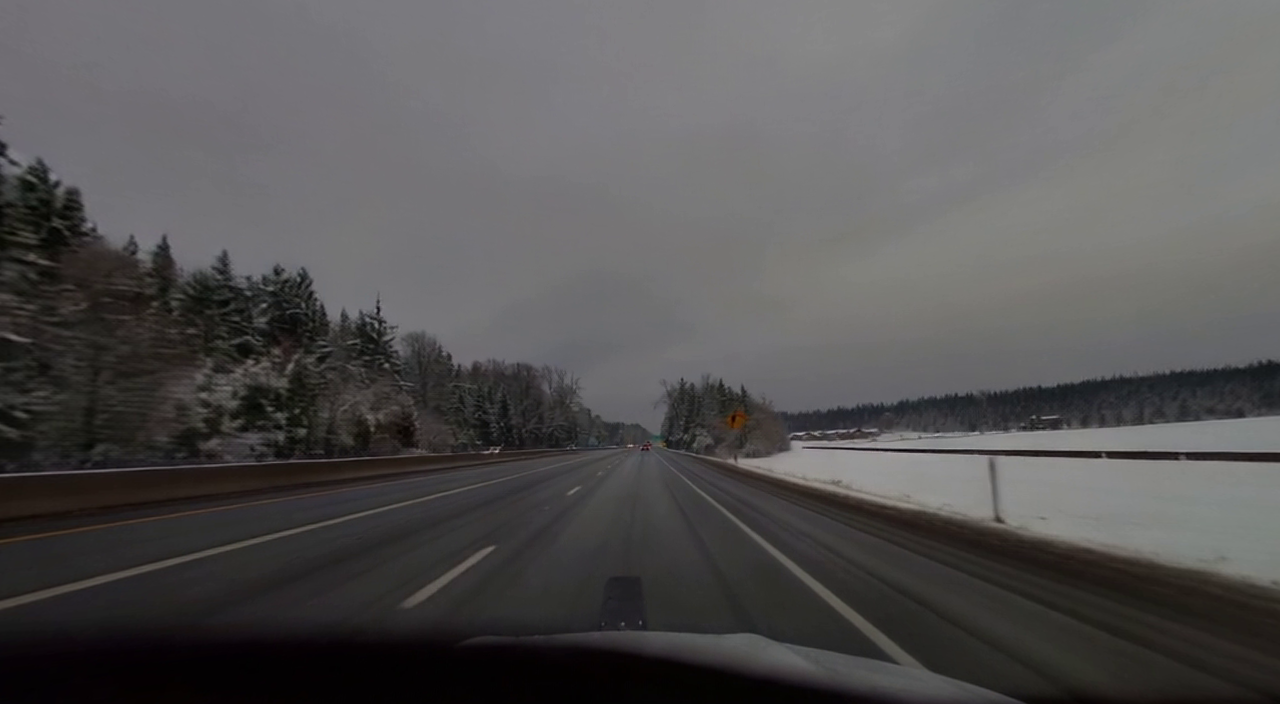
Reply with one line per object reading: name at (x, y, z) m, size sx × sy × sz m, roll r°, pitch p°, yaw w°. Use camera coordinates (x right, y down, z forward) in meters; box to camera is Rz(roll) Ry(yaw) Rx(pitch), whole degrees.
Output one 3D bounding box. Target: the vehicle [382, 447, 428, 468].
vehicle at (-17.463, 7.832, 47.113) m, size 1.785 × 1.450 × 4.263 m, roll 0°, pitch -8°, yaw 0°
